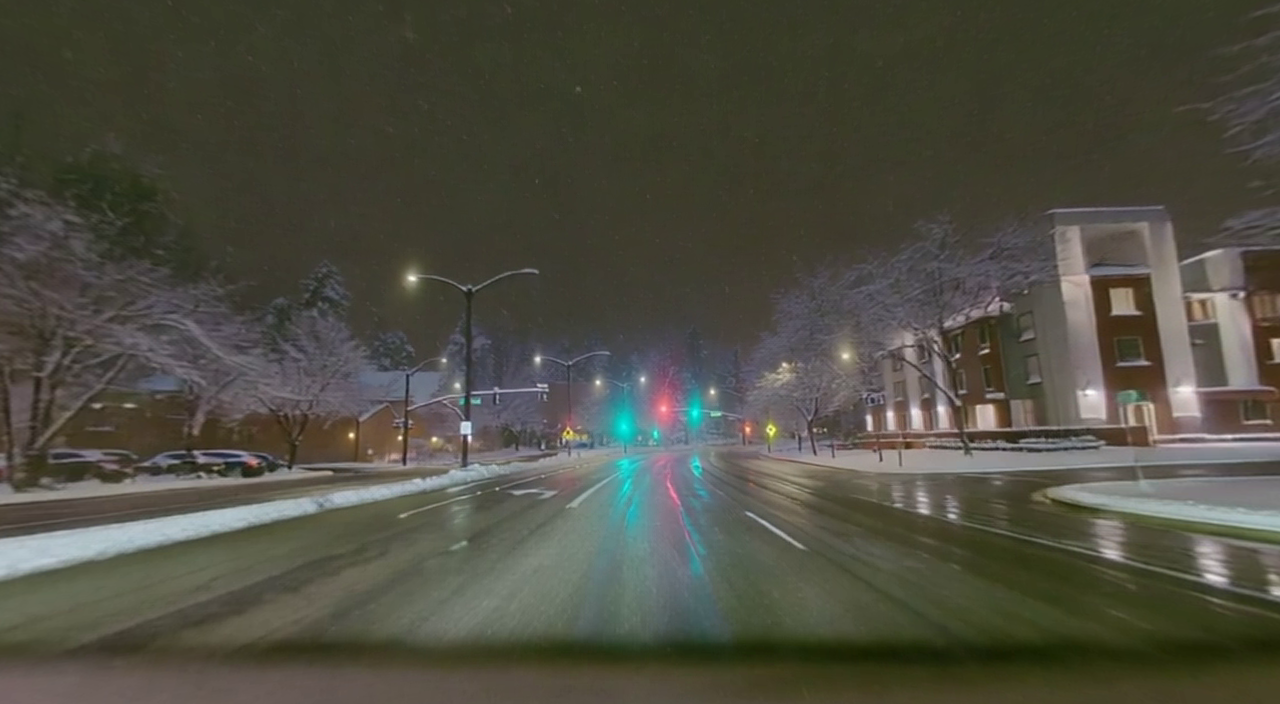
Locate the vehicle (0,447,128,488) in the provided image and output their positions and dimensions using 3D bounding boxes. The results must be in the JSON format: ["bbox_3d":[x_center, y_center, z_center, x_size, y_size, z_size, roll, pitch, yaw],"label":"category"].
[{"bbox_3d":[-28.698,5.629,30.967,5.248,1.758,2.122,-1,-8,-3],"label":"vehicle"}]
